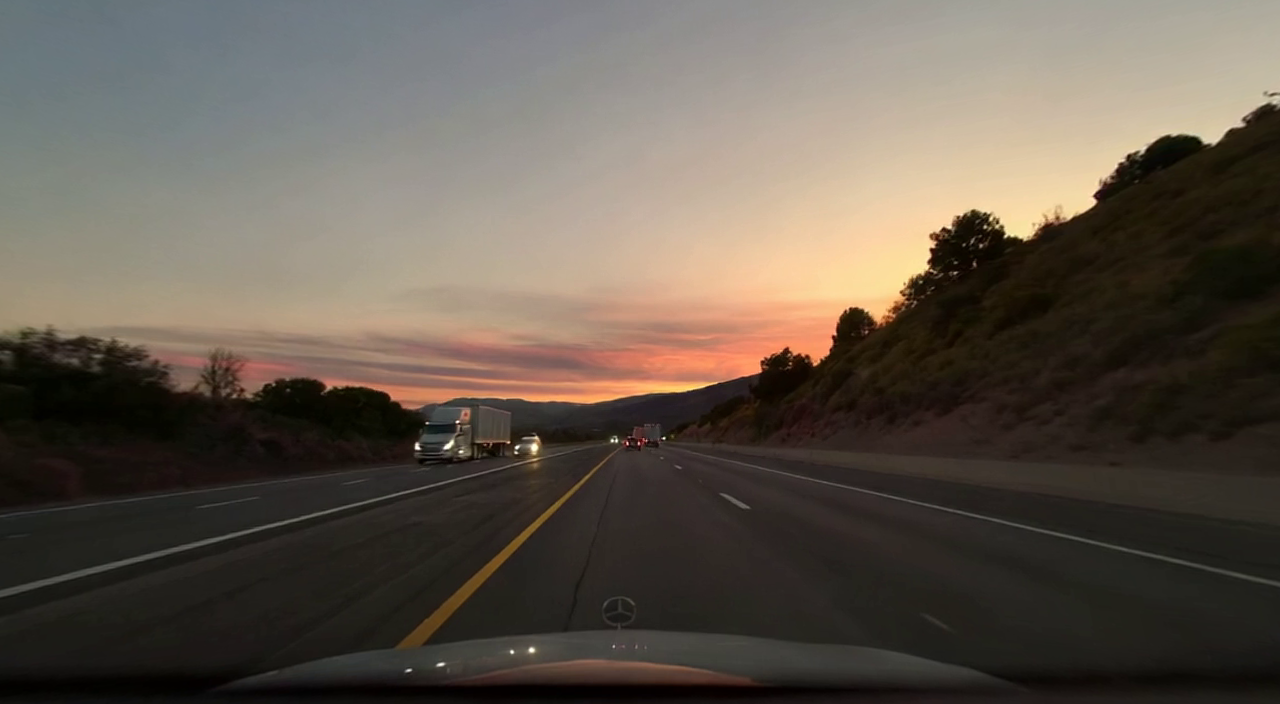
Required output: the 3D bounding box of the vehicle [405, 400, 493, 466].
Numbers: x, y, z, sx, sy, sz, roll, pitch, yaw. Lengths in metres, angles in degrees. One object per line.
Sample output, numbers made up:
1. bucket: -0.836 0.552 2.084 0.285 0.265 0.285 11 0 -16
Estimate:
1. vehicle: -12.909 5.635 43.669 2.979 3.983 10.131 0 -8 -1
